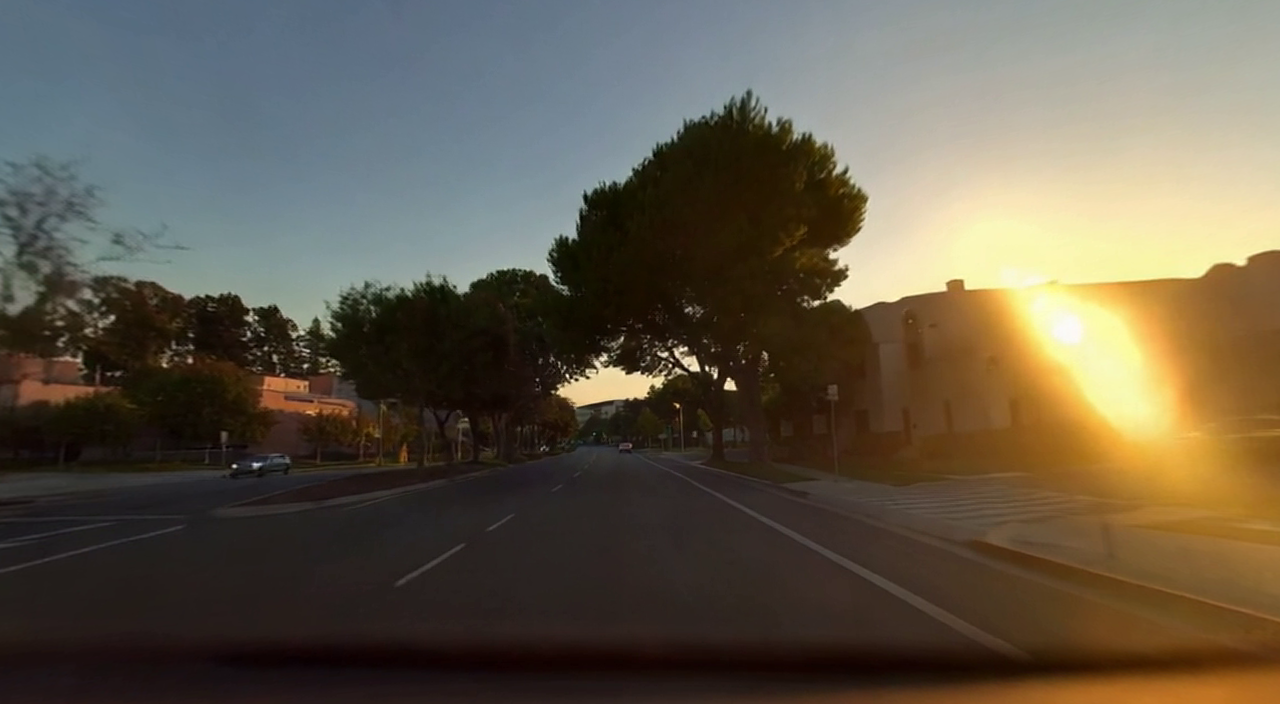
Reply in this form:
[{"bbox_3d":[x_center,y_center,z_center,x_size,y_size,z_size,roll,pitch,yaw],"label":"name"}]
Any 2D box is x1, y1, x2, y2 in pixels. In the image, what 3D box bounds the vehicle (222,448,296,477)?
[{"bbox_3d":[-24.758,7.153,41.254,2.150,1.710,4.503,0,-8,-3],"label":"vehicle"}]
